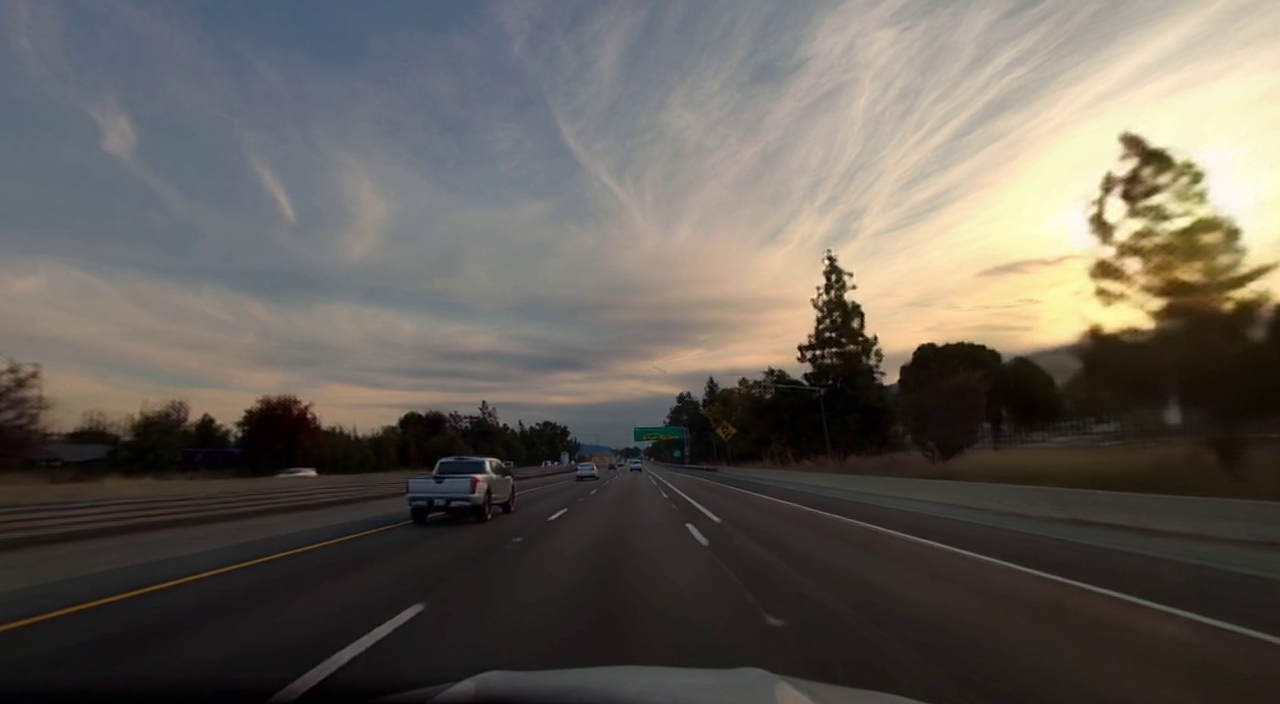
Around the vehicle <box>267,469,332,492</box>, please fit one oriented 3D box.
[{"bbox_3d":[-23.339,8.798,43.404,1.848,1.482,4.631,0,-10,1],"label":"vehicle"}]

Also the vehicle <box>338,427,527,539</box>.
[{"bbox_3d":[-3.977,2.676,13.230,2.272,1.873,4.832,1,-10,0],"label":"vehicle"}]

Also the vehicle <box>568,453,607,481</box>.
[{"bbox_3d":[-3.777,8.416,46.078,2.390,1.879,4.423,1,-10,0],"label":"vehicle"}]
